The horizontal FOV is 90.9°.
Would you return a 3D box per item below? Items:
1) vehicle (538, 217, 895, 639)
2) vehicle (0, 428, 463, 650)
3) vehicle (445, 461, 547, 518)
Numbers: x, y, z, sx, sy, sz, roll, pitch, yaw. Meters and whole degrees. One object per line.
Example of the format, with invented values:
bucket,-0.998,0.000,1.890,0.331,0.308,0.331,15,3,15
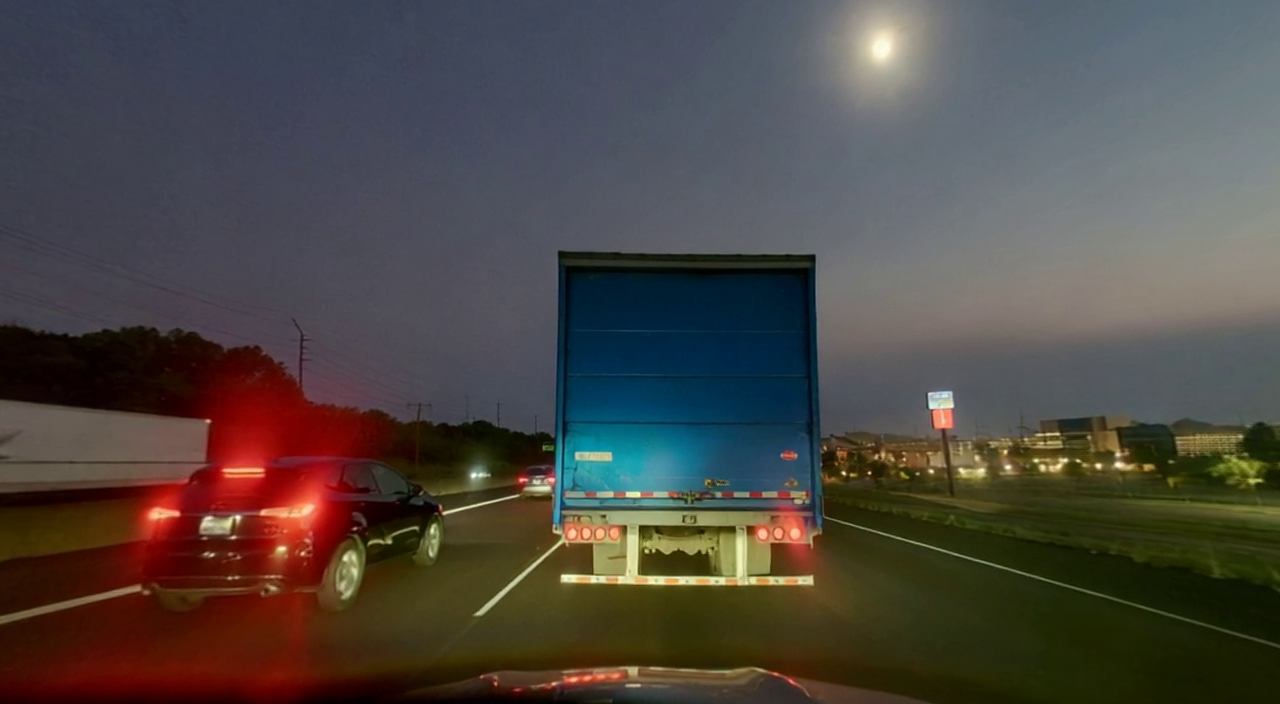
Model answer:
vehicle,0.737,1.324,9.602,2.831,3.529,8.689,0,-11,2
vehicle,-3.781,1.827,7.152,1.983,1.575,4.973,0,-11,1
vehicle,-4.189,4.103,19.102,1.891,1.469,4.431,0,-11,2
